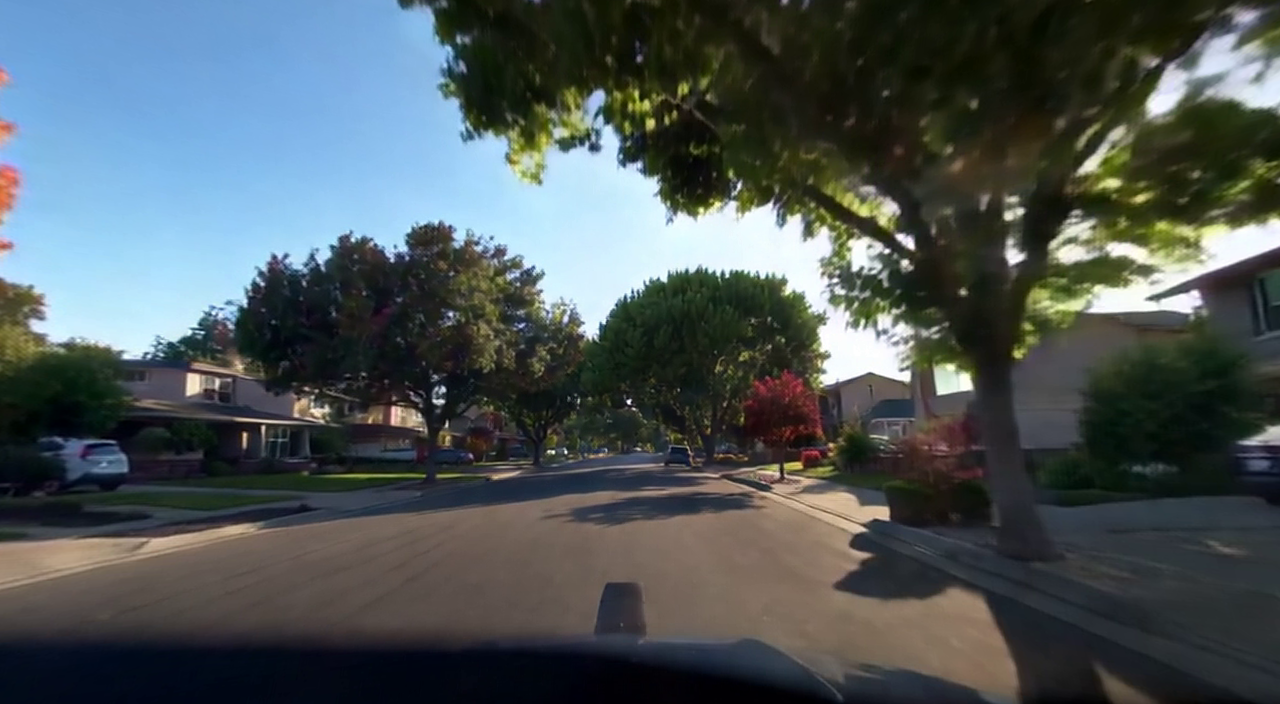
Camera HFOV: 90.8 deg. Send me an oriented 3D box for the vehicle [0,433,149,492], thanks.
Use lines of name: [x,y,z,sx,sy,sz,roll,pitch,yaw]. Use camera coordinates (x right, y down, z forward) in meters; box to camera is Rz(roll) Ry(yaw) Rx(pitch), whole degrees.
vehicle: [-17.441,3.367,19.599,1.957,1.602,4.326,3,-9,-17]

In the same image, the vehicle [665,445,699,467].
vehicle: [3.144,7.964,48.424,2.136,1.596,4.790,0,-9,-2]
